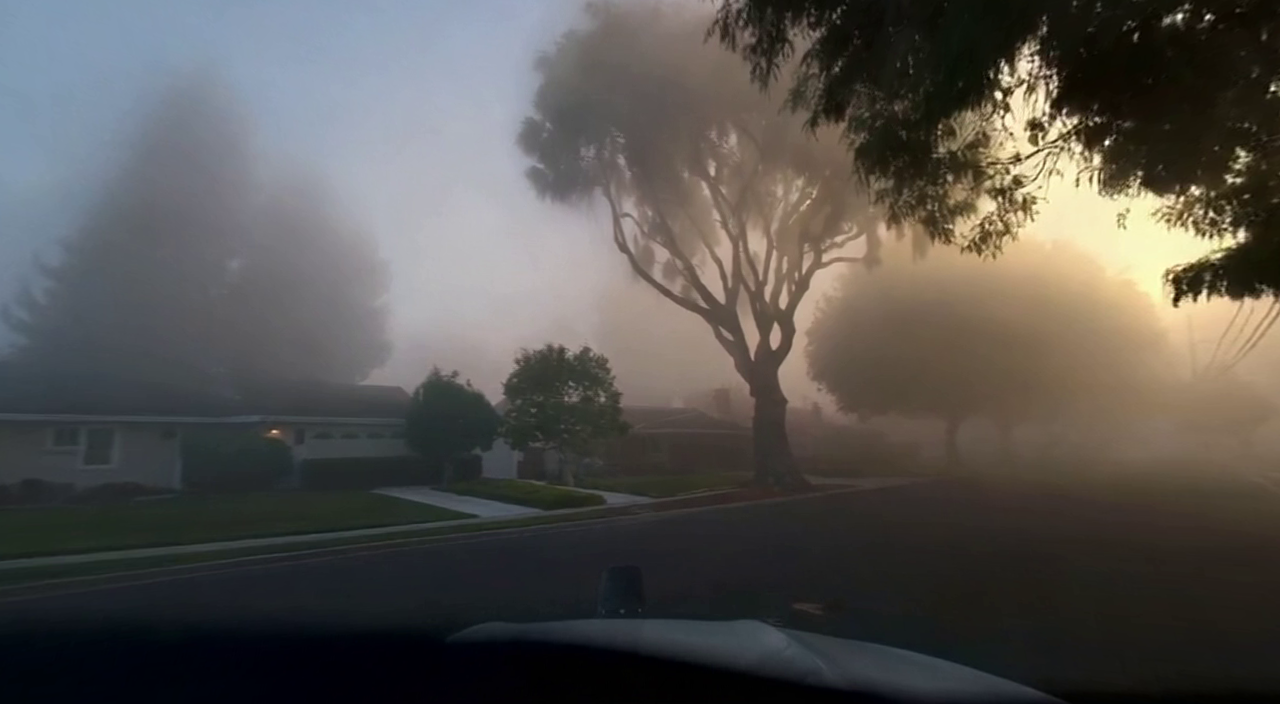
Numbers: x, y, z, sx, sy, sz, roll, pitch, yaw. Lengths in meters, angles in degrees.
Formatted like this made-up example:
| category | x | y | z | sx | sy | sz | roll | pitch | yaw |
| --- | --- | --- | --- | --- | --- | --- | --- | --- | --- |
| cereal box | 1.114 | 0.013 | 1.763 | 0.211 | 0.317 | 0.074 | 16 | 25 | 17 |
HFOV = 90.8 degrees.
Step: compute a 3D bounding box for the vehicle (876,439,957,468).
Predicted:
| category | x | y | z | sx | sy | sz | roll | pitch | yaw |
| --- | --- | --- | --- | --- | --- | --- | --- | --- | --- |
| vehicle | 20.616 | 7.574 | 47.258 | 5.033 | 1.997 | 2.126 | -7 | -11 | 39 |
